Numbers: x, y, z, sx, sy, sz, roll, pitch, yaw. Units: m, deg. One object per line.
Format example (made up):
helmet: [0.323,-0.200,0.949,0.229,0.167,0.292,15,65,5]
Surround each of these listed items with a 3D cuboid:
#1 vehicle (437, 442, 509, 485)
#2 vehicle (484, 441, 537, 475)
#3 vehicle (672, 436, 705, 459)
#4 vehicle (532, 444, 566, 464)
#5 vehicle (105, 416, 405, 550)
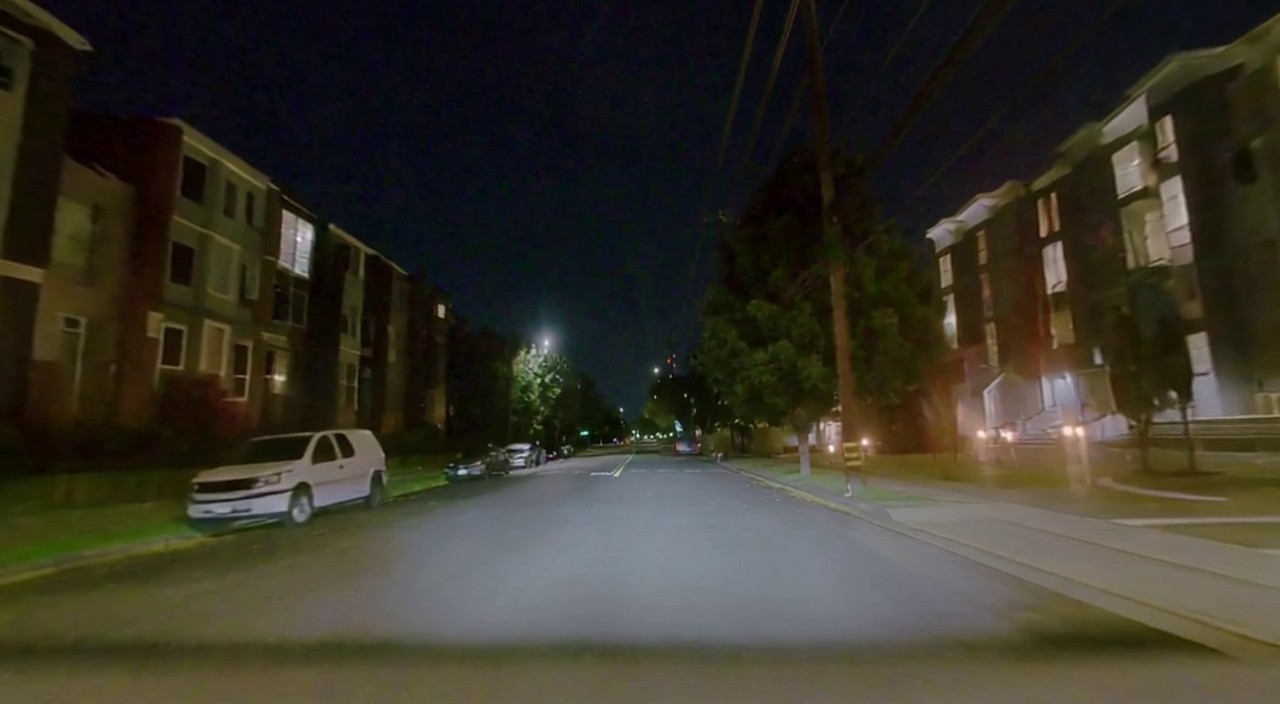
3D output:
vehicle: [-7.018,4.707,27.035,1.852,1.510,4.812,-1,-7,0]
vehicle: [-6.703,5.520,33.172,1.887,1.514,4.436,-1,-6,0]
vehicle: [3.247,6.496,42.926,1.943,1.469,4.504,0,-8,0]
vehicle: [-6.921,7.751,48.220,1.805,1.431,4.646,0,-8,1]
vehicle: [-6.905,2.351,12.535,2.144,1.955,6.159,0,-7,-1]
